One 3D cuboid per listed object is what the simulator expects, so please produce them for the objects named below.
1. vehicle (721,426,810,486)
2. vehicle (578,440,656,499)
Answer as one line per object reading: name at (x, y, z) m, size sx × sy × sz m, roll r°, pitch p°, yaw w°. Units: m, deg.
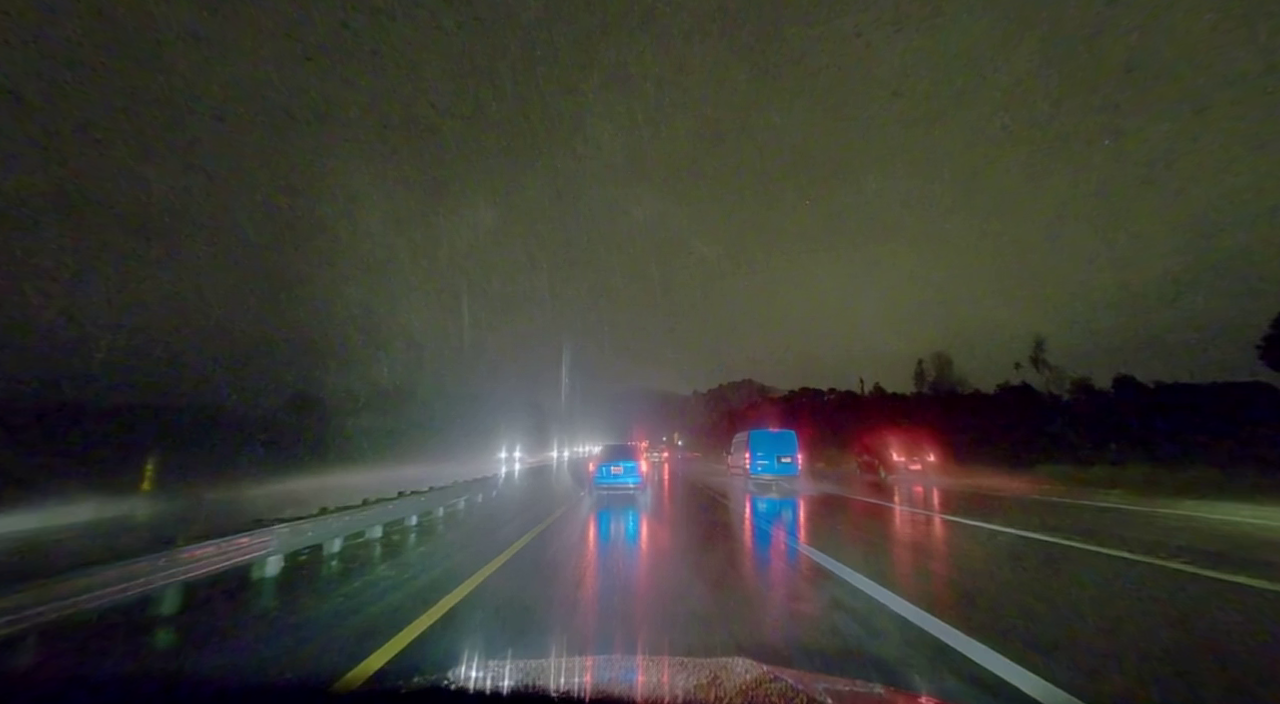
vehicle at (4.503, 3.853, 23.378) m, size 2.261 × 1.952 × 4.784 m, roll 0°, pitch -9°, yaw -1°
vehicle at (-0.604, 3.340, 18.161) m, size 2.029 × 1.483 × 3.769 m, roll 0°, pitch -9°, yaw 0°
